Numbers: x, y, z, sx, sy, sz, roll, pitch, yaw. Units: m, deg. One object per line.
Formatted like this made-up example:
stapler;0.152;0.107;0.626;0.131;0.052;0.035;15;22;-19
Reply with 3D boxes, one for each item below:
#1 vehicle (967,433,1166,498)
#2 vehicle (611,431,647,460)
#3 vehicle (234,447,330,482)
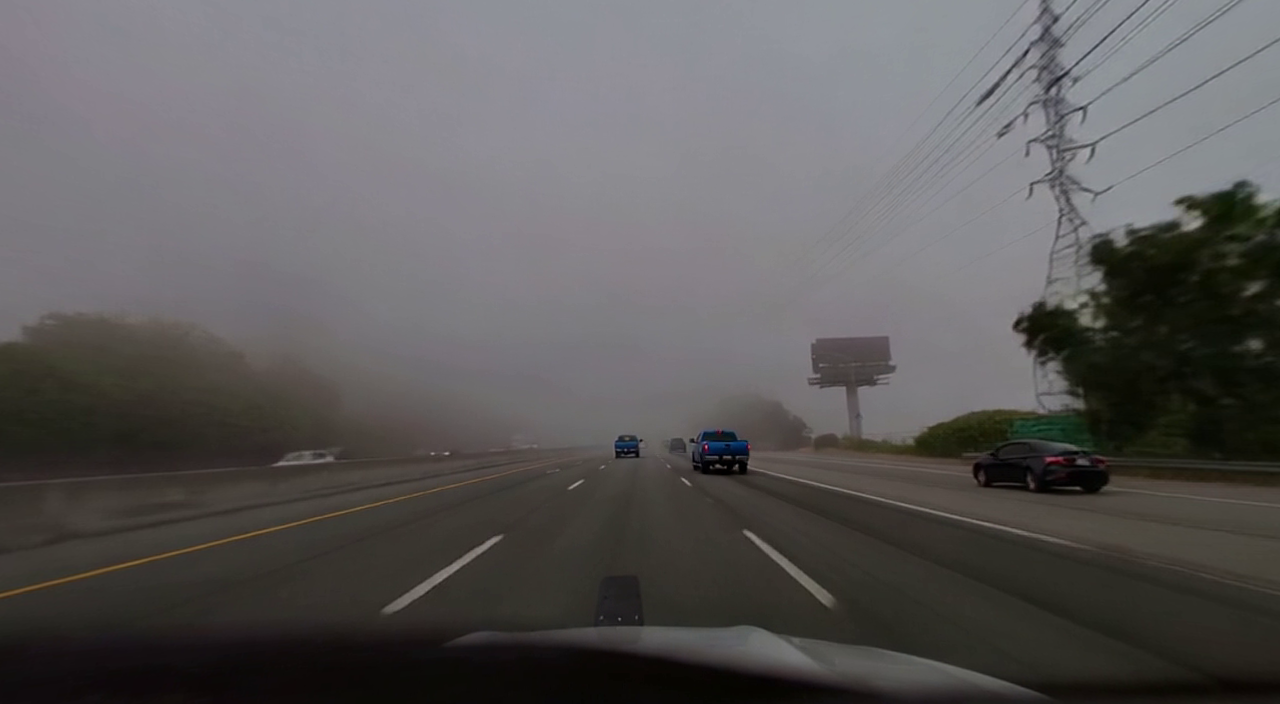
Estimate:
vehicle;11.053;2.958;16.863;2.076;1.470;4.644;0;-8;0
vehicle;-0.735;6.973;46.970;2.508;2.023;6.176;0;-8;0
vehicle;-17.357;5.458;30.853;1.940;1.486;4.710;0;-8;0
